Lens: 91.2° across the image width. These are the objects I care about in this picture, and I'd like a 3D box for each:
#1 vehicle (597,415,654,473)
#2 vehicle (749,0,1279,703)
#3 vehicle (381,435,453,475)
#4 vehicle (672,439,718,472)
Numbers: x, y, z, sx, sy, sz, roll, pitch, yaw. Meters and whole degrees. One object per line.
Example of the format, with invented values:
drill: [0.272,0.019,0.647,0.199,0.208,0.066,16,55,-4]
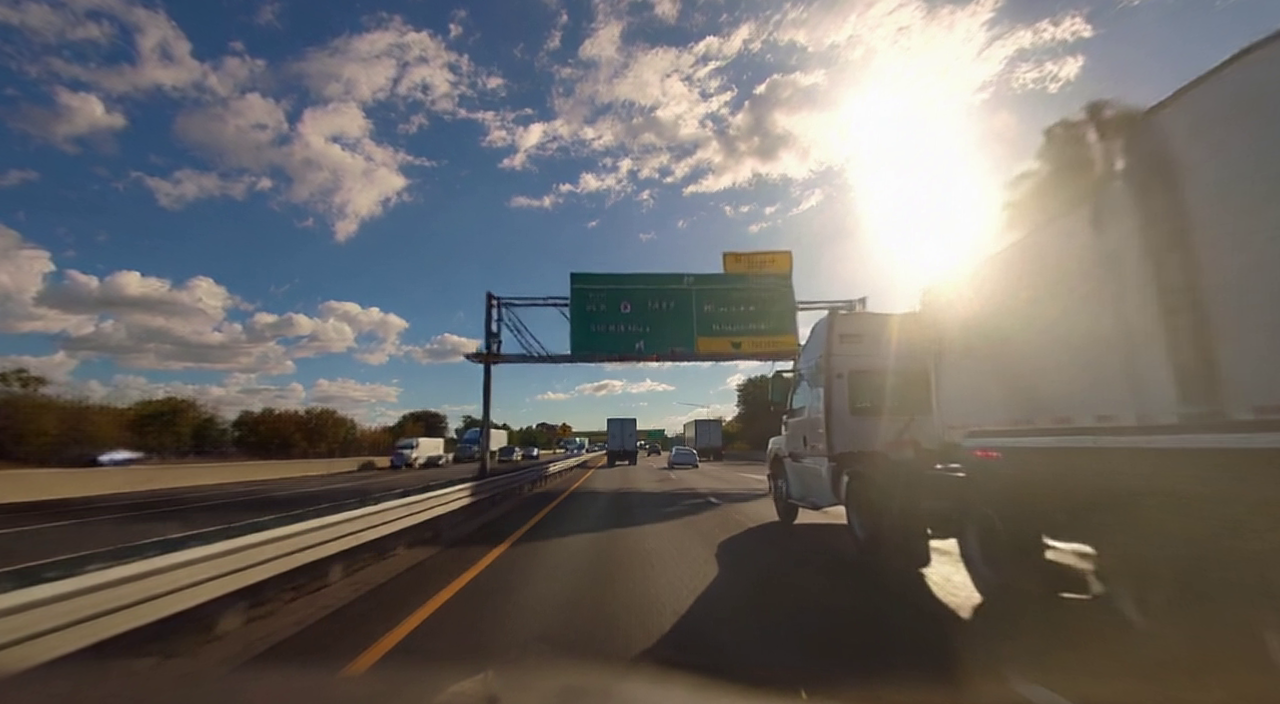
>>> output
vehicle: [-0.624,4.855,33.070,2.506,2.743,6.093,-1,-9,3]
vehicle: [3.846,0.489,7.588,2.972,4.007,10.643,0,-9,-1]
vehicle: [-14.019,6.499,39.802,2.425,2.339,5.273,-1,-9,2]
vehicle: [2.872,5.502,33.422,2.127,1.642,3.899,0,-9,1]
